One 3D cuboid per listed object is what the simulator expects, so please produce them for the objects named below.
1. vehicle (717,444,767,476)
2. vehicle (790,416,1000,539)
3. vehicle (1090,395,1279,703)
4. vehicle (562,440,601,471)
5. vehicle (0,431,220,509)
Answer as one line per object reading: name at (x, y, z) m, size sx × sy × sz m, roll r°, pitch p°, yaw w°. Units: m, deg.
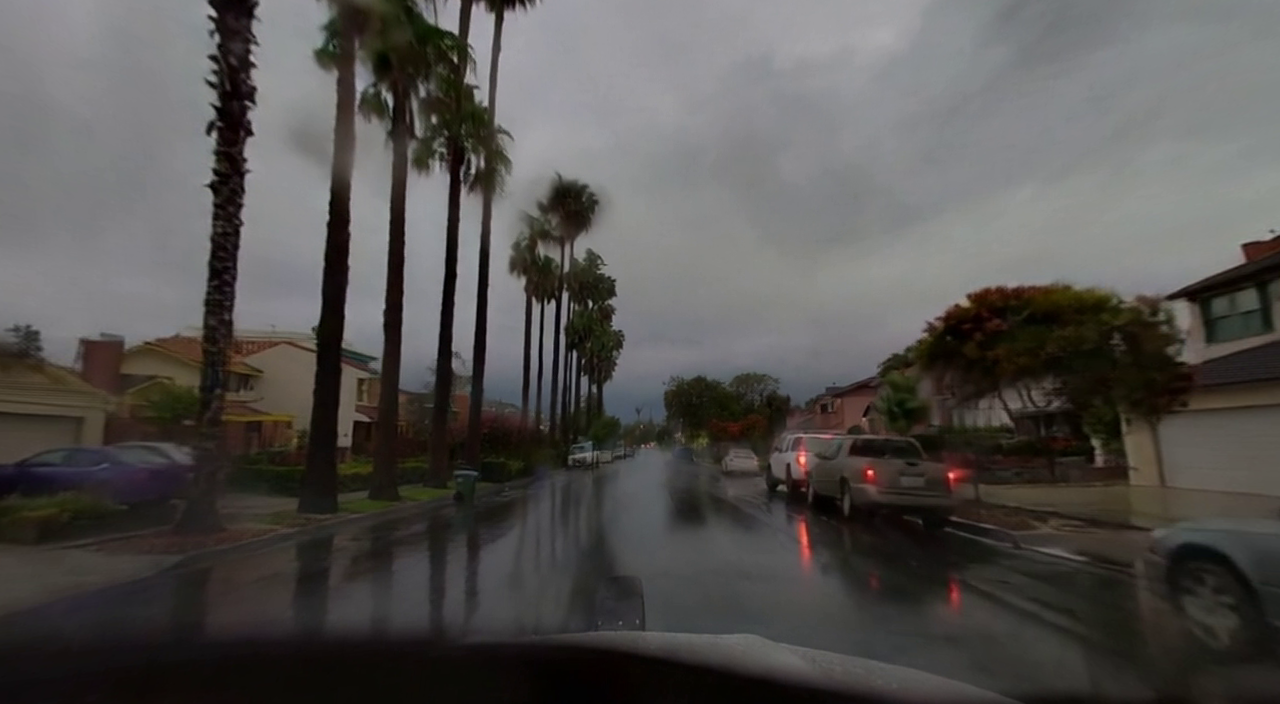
vehicle at (5.425, 5.778, 34.097) m, size 2.056 × 1.464 × 4.493 m, roll 2°, pitch -9°, yaw 2°
vehicle at (4.557, 2.329, 12.390) m, size 2.166 × 1.766 × 5.186 m, roll 2°, pitch -9°, yaw 3°
vehicle at (4.410, 0.938, 2.280) m, size 1.971 × 1.663 × 5.076 m, roll 2°, pitch -9°, yaw 2°
vehicle at (-3.894, 7.007, 42.943) m, size 2.149 × 1.877 × 5.082 m, roll -2°, pitch -9°, yaw -1°
vehicle at (-12.791, 2.724, 14.827) m, size 4.448 × 1.679 × 1.972 m, roll 0°, pitch -9°, yaw 2°
